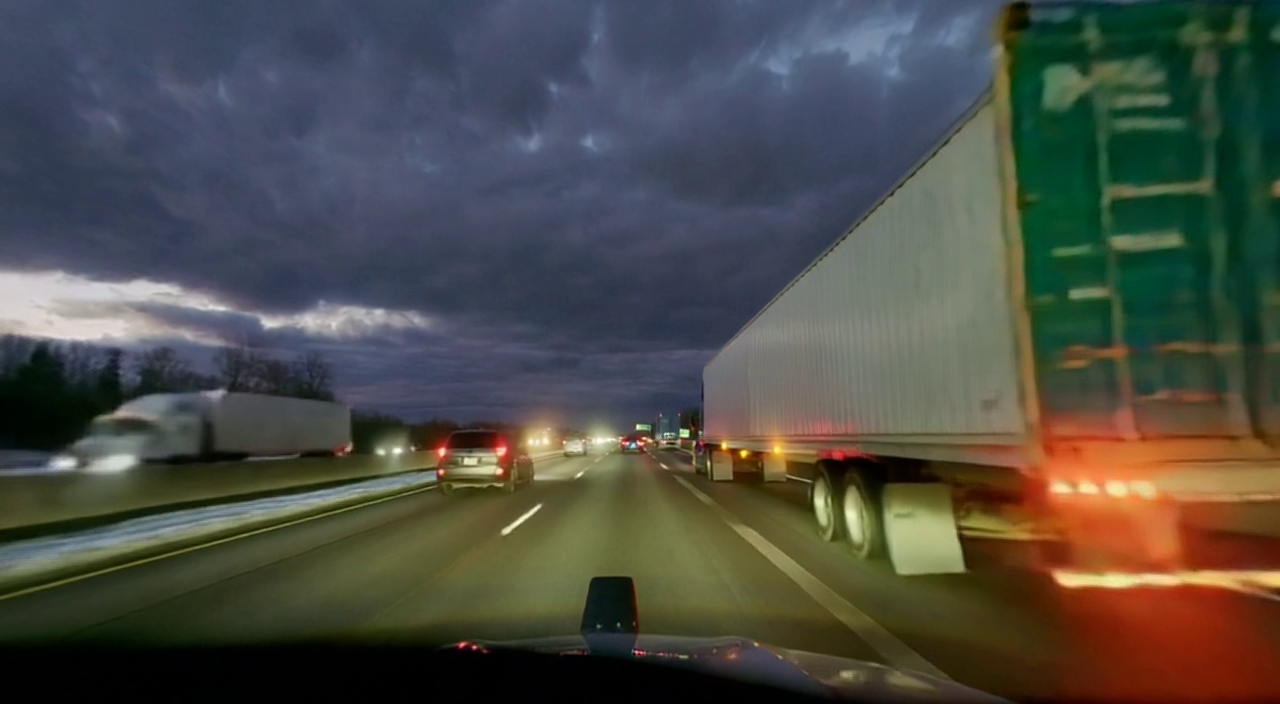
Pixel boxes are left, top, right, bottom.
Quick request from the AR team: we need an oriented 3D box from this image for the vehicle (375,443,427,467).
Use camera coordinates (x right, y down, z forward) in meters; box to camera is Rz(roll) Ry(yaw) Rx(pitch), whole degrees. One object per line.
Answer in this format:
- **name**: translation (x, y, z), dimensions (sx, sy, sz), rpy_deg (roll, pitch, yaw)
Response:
- **vehicle**: translation (-16.118, 6.929, 42.612), dimensions (1.840, 1.483, 4.105), rpy_deg (-1, -8, 0)

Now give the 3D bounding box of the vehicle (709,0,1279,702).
- **vehicle**: translation (3.607, 0.688, 10.605), dimensions (2.959, 4.058, 14.485), rpy_deg (0, -8, -1)

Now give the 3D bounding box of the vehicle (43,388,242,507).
- **vehicle**: translation (-19.982, 3.823, 25.848), dimensions (3.399, 4.308, 5.546), rpy_deg (0, -7, -1)

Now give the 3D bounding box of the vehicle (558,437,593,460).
- **vehicle**: translation (-4.387, 6.624, 43.476), dimensions (2.021, 1.514, 4.190), rpy_deg (0, -8, -1)

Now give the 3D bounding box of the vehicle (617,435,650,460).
- **vehicle**: translation (-0.441, 6.276, 41.593), dimensions (2.088, 1.567, 4.240), rpy_deg (0, -8, -1)

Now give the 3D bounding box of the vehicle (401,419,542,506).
- **vehicle**: translation (-3.658, 2.464, 14.600), dimensions (2.054, 1.671, 4.445), rpy_deg (0, -8, 0)
